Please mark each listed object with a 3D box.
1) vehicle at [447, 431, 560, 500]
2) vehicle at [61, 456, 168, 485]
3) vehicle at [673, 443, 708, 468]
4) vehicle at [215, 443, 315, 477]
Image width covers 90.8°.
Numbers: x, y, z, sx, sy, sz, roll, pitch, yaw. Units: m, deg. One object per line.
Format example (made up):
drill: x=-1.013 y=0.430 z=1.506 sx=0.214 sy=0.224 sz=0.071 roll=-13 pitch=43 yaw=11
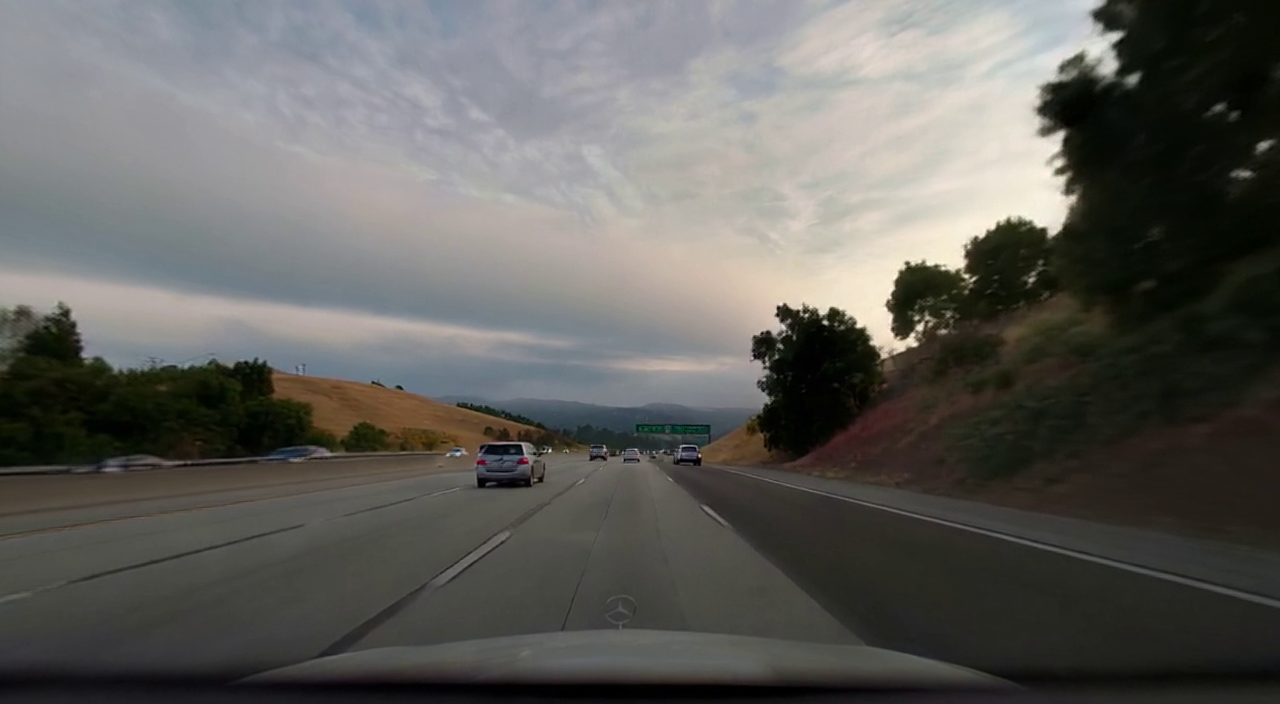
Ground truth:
vehicle: x=-3.693 y=3.190 z=18.099 sx=2.166 sy=1.700 sz=4.661 roll=0 pitch=-9 yaw=0
vehicle: x=-29.248 y=6.571 z=35.374 sx=1.842 sy=1.438 sz=4.842 roll=0 pitch=-9 yaw=0
vehicle: x=3.693 y=7.661 z=46.984 sx=2.164 sy=1.788 sz=4.500 roll=0 pitch=-9 yaw=-2
vehicle: x=-21.810 y=6.282 z=37.115 sx=2.154 sy=1.819 sz=6.021 roll=0 pitch=-9 yaw=0
